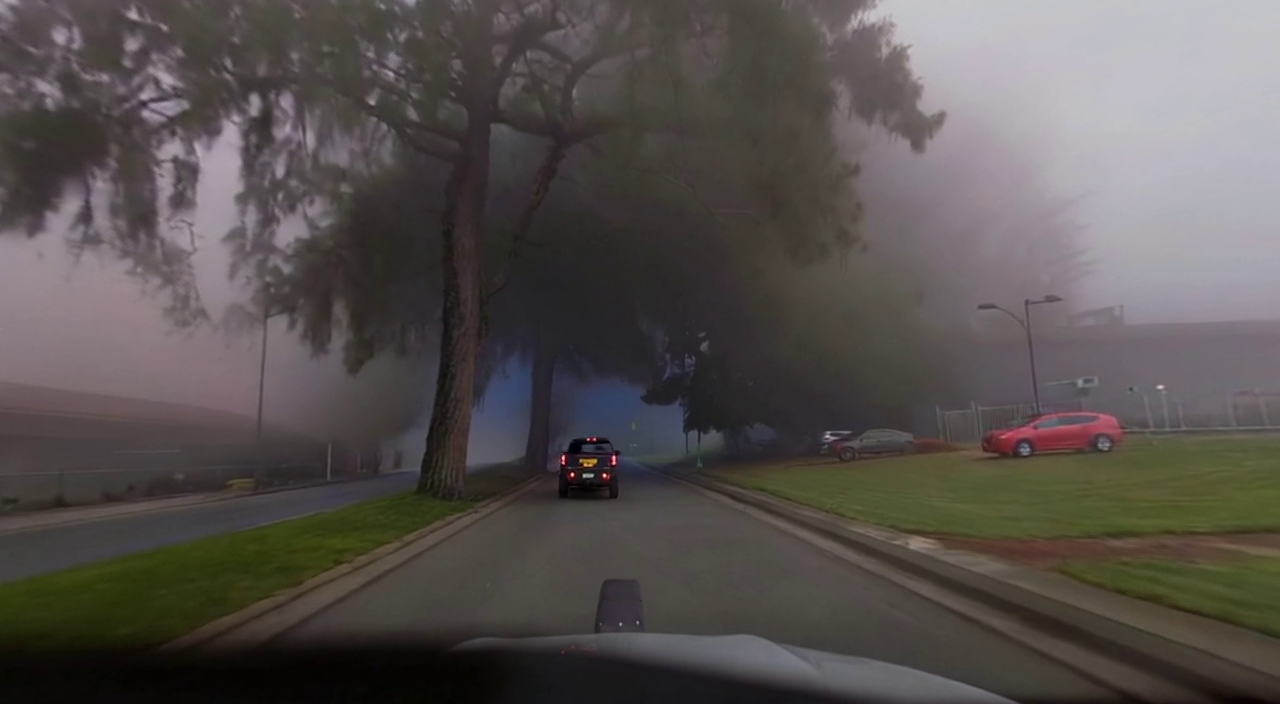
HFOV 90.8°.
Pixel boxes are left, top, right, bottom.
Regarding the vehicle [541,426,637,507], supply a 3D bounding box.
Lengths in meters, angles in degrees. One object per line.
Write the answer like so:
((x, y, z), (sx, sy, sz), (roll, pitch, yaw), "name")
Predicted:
((-1.251, 3.037, 17.297), (2.157, 1.816, 5.804), (0, -8, -2), "vehicle")

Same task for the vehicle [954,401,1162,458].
((12.717, 2.426, 19.489), (4.788, 1.625, 2.319), (0, -9, -3), "vehicle")

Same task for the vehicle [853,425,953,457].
((12.444, 4.241, 30.040), (3.895, 1.451, 1.830), (0, -9, -4), "vehicle")
